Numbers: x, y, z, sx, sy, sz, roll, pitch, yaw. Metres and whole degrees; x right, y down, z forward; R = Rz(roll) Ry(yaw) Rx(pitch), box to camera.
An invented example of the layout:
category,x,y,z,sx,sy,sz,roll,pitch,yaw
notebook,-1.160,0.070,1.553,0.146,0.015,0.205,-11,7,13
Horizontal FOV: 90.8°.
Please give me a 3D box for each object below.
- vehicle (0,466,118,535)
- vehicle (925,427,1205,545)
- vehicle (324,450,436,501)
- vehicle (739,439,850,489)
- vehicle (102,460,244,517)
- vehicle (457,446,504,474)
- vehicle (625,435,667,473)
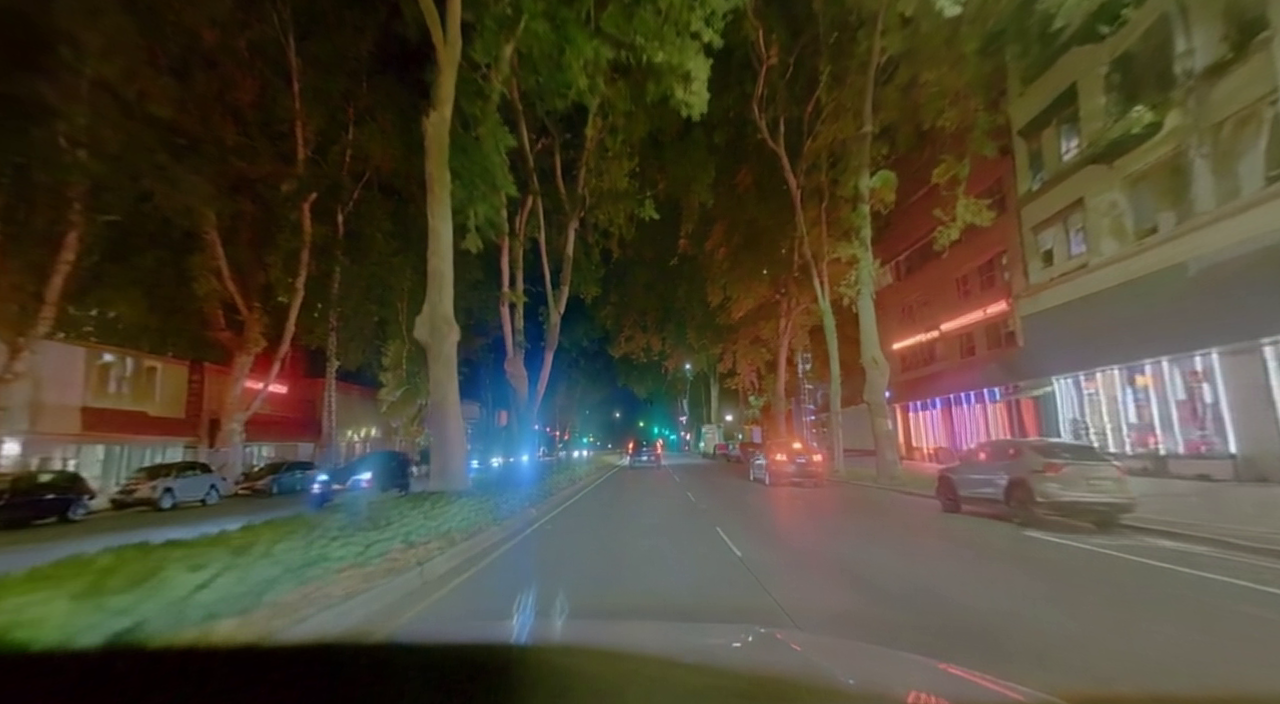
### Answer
category,x,y,z,sx,sy,sz,roll,pitch,yaw
vehicle,-16.052,3.700,15.835,1.962,1.487,4.652,0,-9,-1
vehicle,7.280,2.309,11.559,2.004,1.714,4.356,0,-9,-1
vehicle,-8.596,4.077,21.324,1.982,1.505,4.065,0,-9,1
vehicle,5.695,4.186,24.032,2.114,1.697,4.739,2,-9,-14
vehicle,-15.994,4.646,21.965,1.801,1.515,4.323,-4,-9,-2
vehicle,-11.491,7.808,45.891,2.127,1.909,4.830,0,-9,1
vehicle,0.400,5.960,37.104,2.293,2.036,4.853,0,-9,1
